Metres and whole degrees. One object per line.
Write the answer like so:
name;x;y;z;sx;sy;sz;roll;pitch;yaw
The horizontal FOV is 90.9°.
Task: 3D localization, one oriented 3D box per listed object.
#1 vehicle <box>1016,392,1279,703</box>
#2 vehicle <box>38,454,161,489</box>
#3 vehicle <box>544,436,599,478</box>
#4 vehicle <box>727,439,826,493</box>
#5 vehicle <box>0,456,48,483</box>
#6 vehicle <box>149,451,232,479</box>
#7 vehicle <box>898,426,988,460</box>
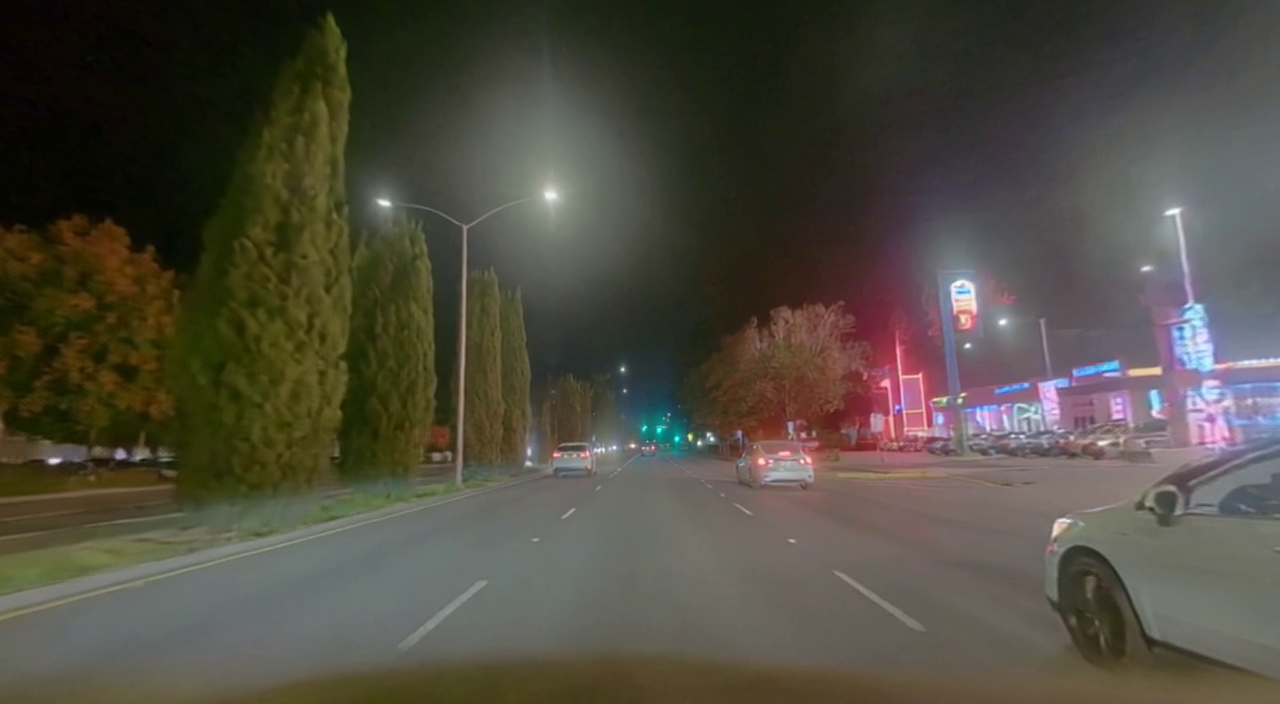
vehicle;3.590;0.827;1.959;1.976;1.491;4.714;0;-8;1
vehicle;-28.245;6.228;33.123;4.681;1.623;1.998;7;-11;-39
vehicle;-3.055;4.804;29.099;1.981;1.731;4.360;0;-8;1
vehicle;4.161;3.545;20.045;2.036;1.480;4.659;0;-8;-1
vehicle;-43.790;8.075;43.396;1.895;1.764;4.510;1;-8;-5
vehicle;-30.741;7.706;43.303;1.925;1.776;4.722;-1;-8;4
vehicle;20.779;6.291;43.779;2.705;2.011;7.332;-3;-8;1
